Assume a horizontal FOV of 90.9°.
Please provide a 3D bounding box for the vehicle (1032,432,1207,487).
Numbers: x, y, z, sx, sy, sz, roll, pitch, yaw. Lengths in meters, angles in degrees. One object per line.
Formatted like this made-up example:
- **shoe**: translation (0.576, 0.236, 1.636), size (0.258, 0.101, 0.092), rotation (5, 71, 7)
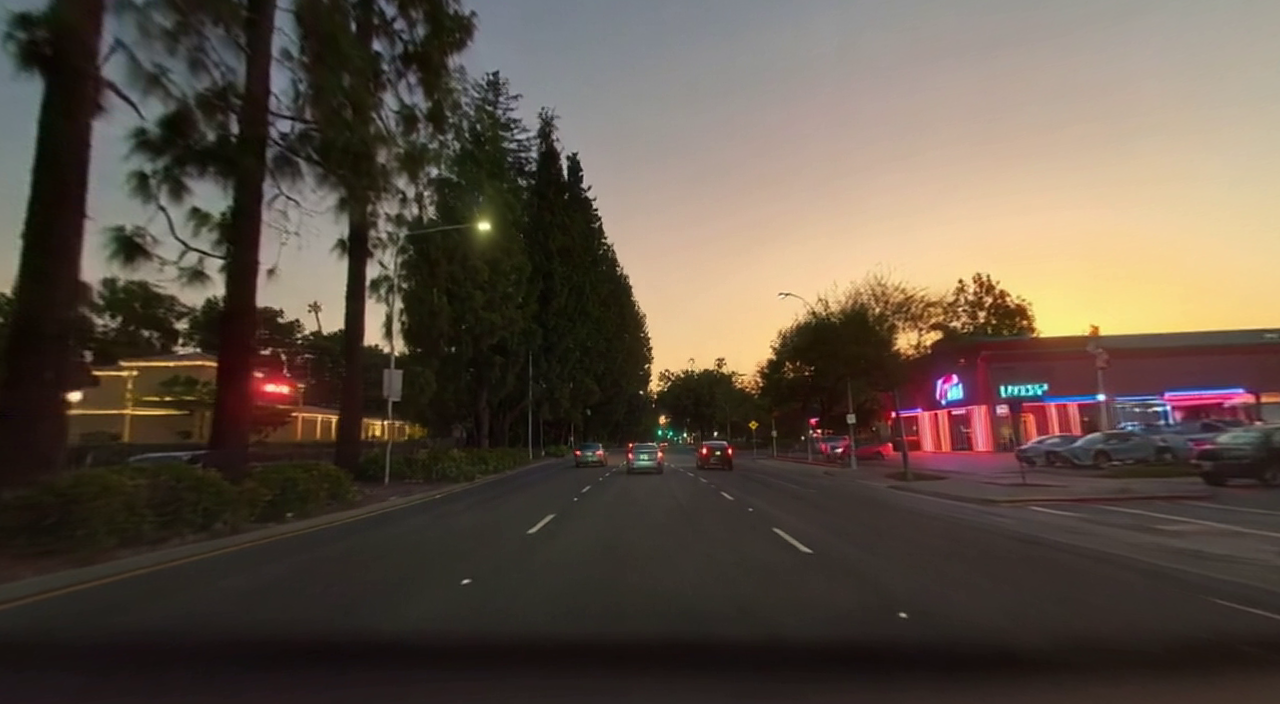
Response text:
- **vehicle**: translation (14.989, 3.385, 20.132), size (2.099, 1.526, 4.555), rotation (-1, -8, 2)

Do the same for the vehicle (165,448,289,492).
- **vehicle**: translation (-15.657, 4.459, 24.219), size (1.796, 1.466, 4.362), rotation (0, -8, 0)

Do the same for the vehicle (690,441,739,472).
- **vehicle**: translation (3.723, 5.343, 32.344), size (2.012, 1.462, 4.400), rotation (0, -8, 0)

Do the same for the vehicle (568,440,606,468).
- **vehicle**: translation (-3.243, 6.323, 39.186), size (1.995, 1.607, 4.086), rotation (0, -8, 0)

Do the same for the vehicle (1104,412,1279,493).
- **vehicle**: translation (17.394, 3.006, 19.201), size (2.131, 2.070, 5.579), rotation (-1, -9, -1)

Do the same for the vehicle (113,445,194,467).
- **vehicle**: translation (-36.159, 7.731, 46.931), size (4.357, 1.591, 1.981), rotation (0, -9, -2)

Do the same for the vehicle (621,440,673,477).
- **vehicle**: translation (0.272, 4.602, 27.457), size (2.059, 1.477, 4.216), rotation (0, -8, 0)

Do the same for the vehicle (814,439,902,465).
- **vehicle**: translation (12.902, 5.961, 37.585), size (4.622, 1.469, 1.934), rotation (-2, -9, 9)
